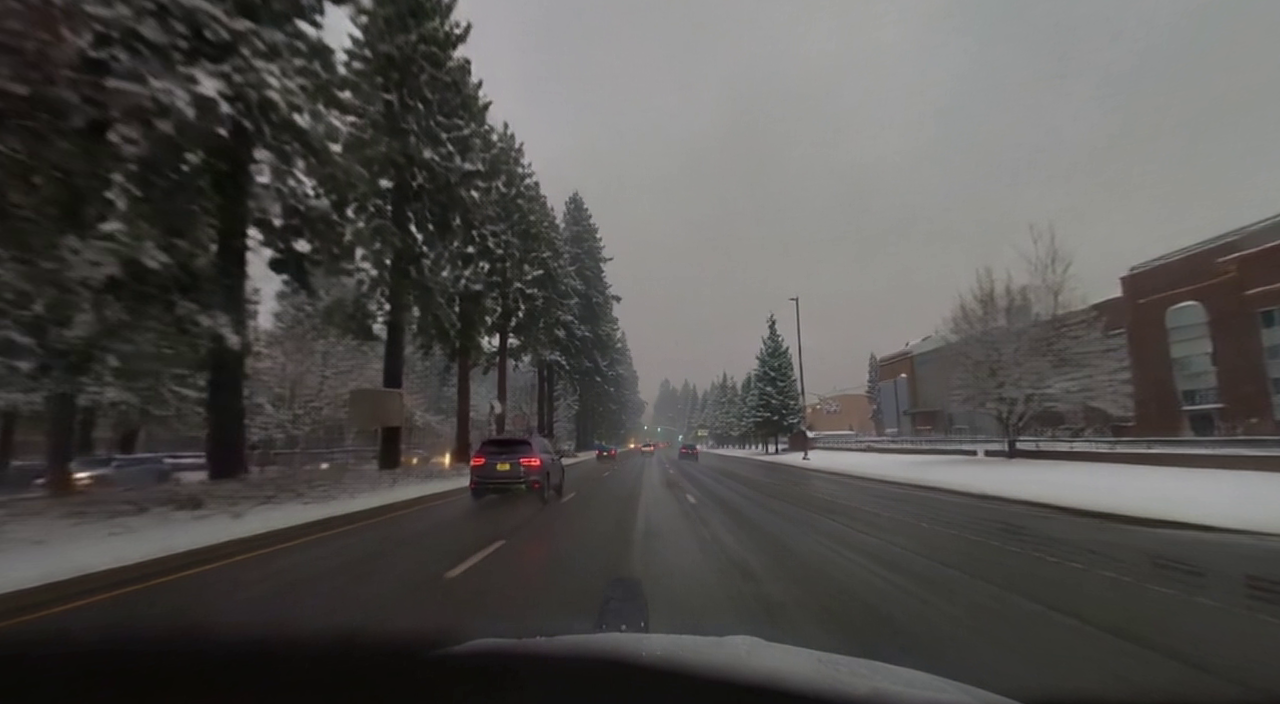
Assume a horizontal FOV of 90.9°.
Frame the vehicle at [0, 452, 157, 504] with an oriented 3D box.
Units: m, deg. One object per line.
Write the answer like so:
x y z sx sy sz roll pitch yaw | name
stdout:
-22.762 5.074 25.912 1.986 1.826 5.008 1 -8 -3 | vehicle

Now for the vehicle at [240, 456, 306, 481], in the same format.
-24.394 7.747 42.126 1.825 1.498 4.308 0 -8 0 | vehicle

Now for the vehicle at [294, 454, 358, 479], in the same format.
-20.576 7.513 41.541 1.817 1.495 4.540 0 -8 0 | vehicle

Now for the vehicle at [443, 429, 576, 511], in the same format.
-2.909 2.766 15.258 2.121 1.656 4.559 0 -8 2 | vehicle
